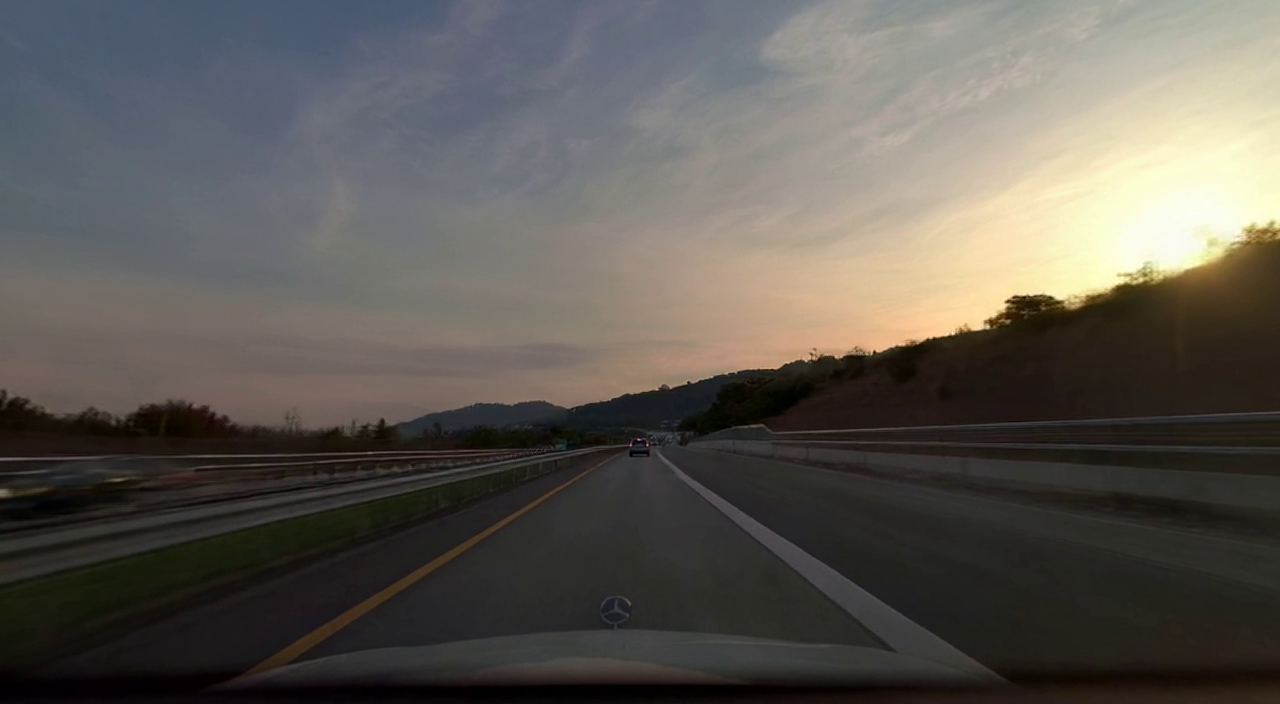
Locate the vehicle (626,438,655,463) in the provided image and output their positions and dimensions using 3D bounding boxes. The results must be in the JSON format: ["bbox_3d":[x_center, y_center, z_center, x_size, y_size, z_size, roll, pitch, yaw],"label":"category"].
[{"bbox_3d":[0.021,7.304,46.793,2.059,1.696,4.165,0,-8,-1],"label":"vehicle"}]
